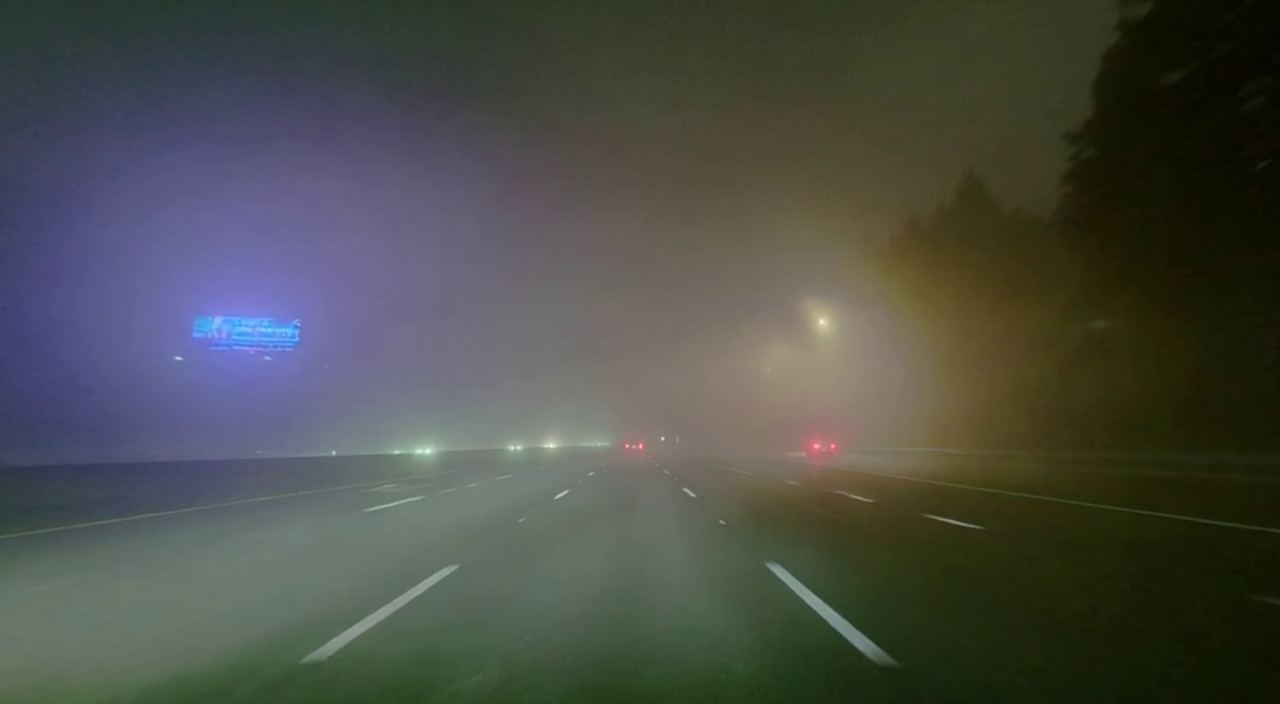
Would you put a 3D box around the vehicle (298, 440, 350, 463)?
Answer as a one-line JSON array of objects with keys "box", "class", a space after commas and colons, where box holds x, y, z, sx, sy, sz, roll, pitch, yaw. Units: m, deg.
[{"box": [-20.006, 6.296, 40.158, 1.459, 1.356, 3.255, -1, -8, 4], "class": "vehicle"}]
